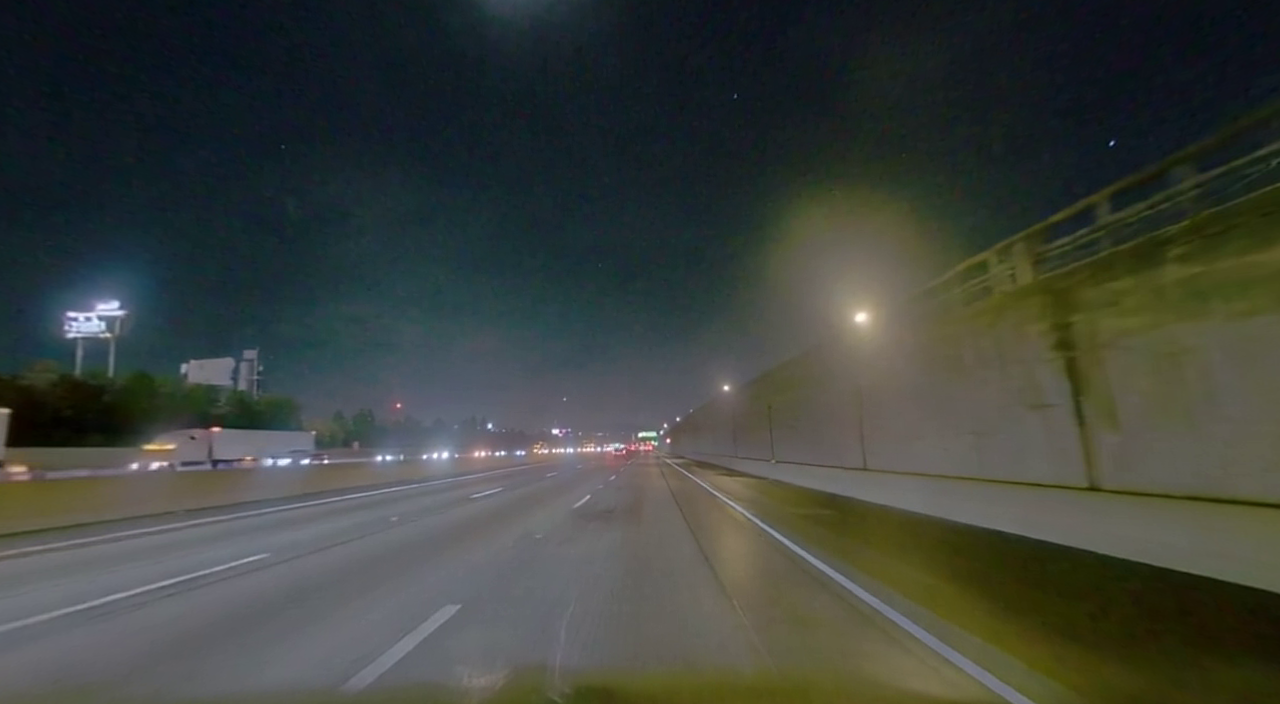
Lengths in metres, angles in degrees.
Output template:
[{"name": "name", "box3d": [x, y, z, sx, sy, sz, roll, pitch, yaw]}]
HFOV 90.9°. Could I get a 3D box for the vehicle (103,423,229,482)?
[{"name": "vehicle", "box3d": [-35.860, 7.651, 48.294, 3.059, 4.015, 8.256, 0, -8, 0]}]
